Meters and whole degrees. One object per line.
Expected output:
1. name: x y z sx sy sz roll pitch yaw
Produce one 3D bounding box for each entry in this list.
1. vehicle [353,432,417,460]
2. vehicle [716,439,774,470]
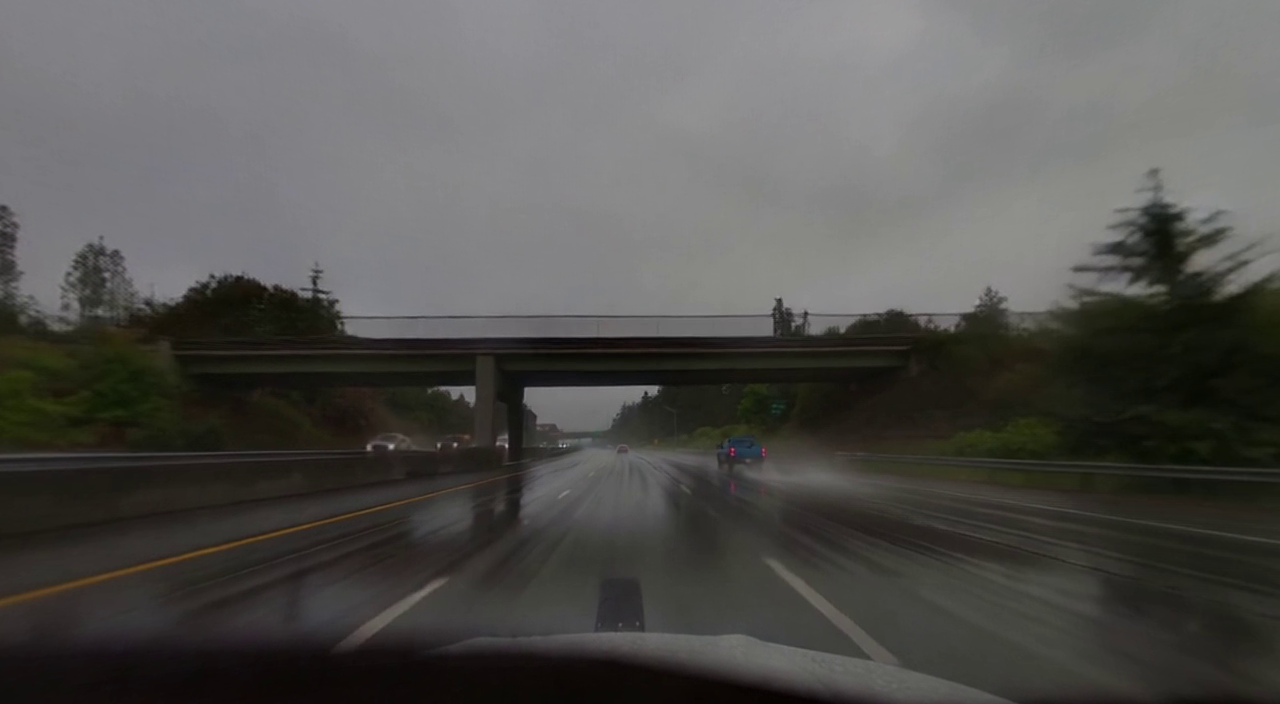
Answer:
1. vehicle: -16.171 6.025 40.328 2.030 1.659 4.895 0 -9 0
2. vehicle: 6.548 6.482 40.183 2.395 1.819 6.086 0 -9 -2
